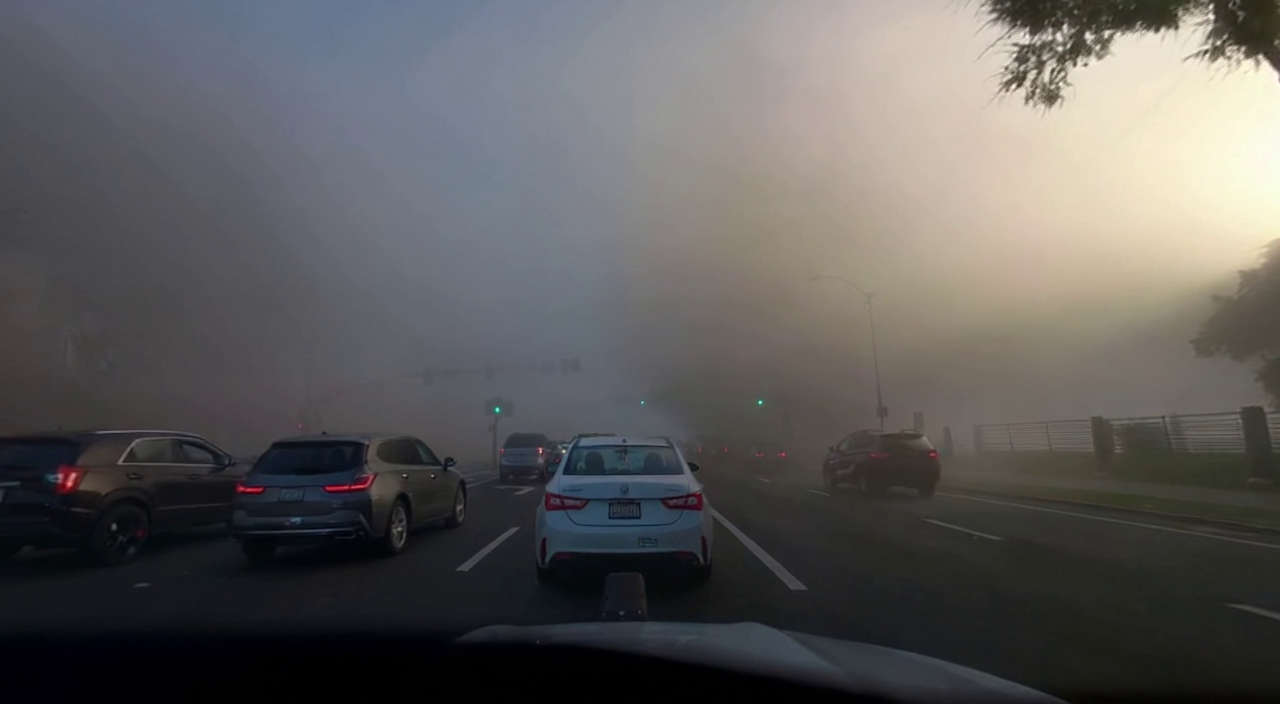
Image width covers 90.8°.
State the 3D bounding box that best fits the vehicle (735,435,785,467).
[{"bbox_3d":[6.637,5.526,35.357,1.889,1.681,4.120,0,-9,-1],"label":"vehicle"}]

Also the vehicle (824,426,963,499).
[{"bbox_3d":[6.372,2.832,16.482,1.895,1.633,4.030,0,-9,-1],"label":"vehicle"}]

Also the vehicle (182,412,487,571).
[{"bbox_3d":[-3.710,1.779,8.800,2.009,1.619,4.376,0,-9,1],"label":"vehicle"}]

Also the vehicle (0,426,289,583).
[{"bbox_3d":[-6.940,1.825,8.439,1.860,1.491,4.586,0,-9,0],"label":"vehicle"}]

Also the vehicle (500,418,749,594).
[{"bbox_3d":[-0.165,1.651,7.649,2.161,1.501,4.184,0,-9,-1],"label":"vehicle"}]
